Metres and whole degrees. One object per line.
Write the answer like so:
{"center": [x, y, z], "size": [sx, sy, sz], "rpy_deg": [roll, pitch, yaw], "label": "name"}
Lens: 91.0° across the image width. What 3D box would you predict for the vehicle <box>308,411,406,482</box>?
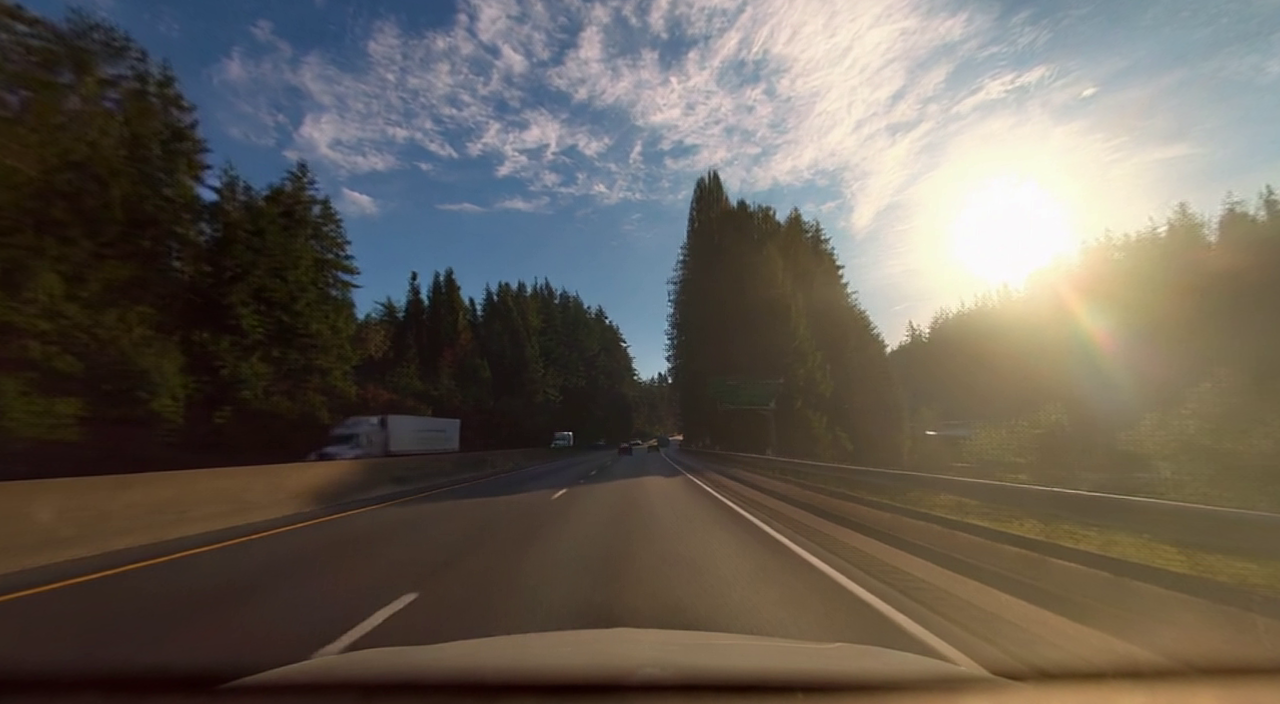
{"center": [-16.999, 5.713, 38.296], "size": [3.007, 3.957, 5.959], "rpy_deg": [-1, -8, 1], "label": "vehicle"}
